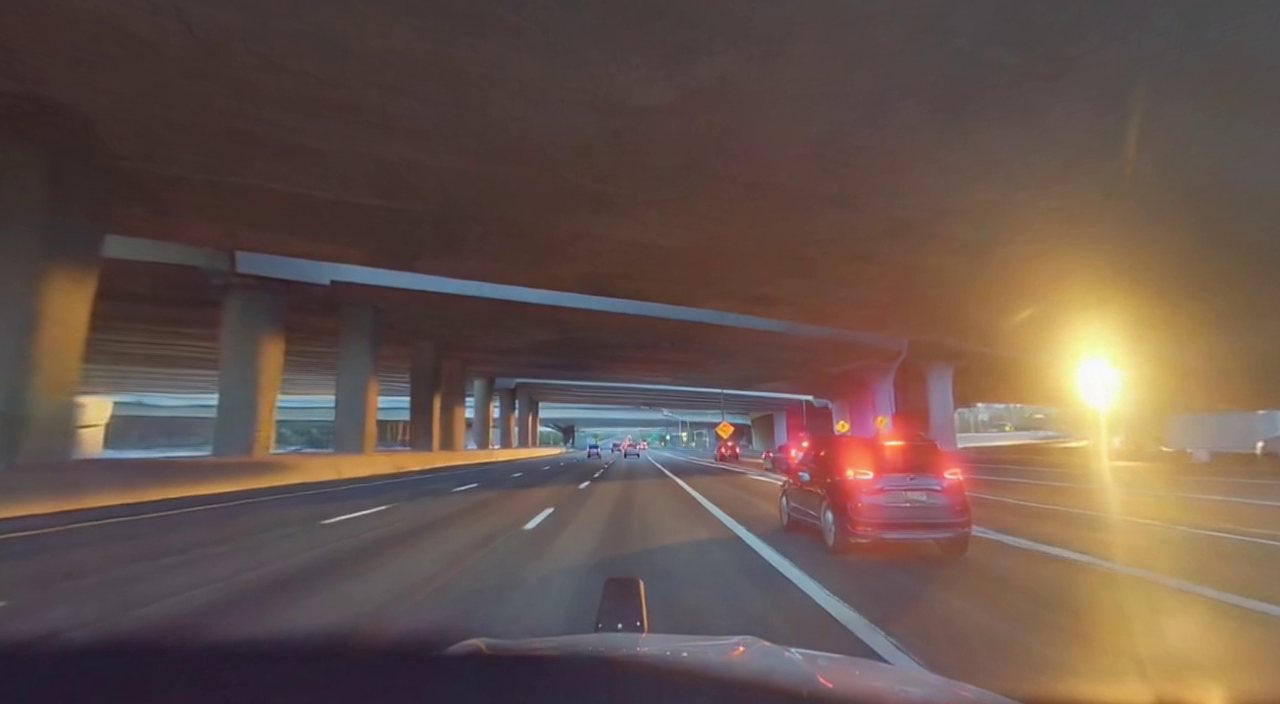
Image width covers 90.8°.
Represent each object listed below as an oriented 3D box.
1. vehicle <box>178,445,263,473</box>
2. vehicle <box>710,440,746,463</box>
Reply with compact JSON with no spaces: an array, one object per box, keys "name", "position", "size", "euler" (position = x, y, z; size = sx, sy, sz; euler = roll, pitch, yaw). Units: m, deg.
[{"name":"vehicle","position":[-24.653,6.284,37.330],"size":[2.024,1.555,4.454],"euler":[0,-8,-1]},{"name":"vehicle","position":[6.754,7.669,48.850],"size":[2.075,1.611,4.421],"euler":[0,-8,-2]}]
